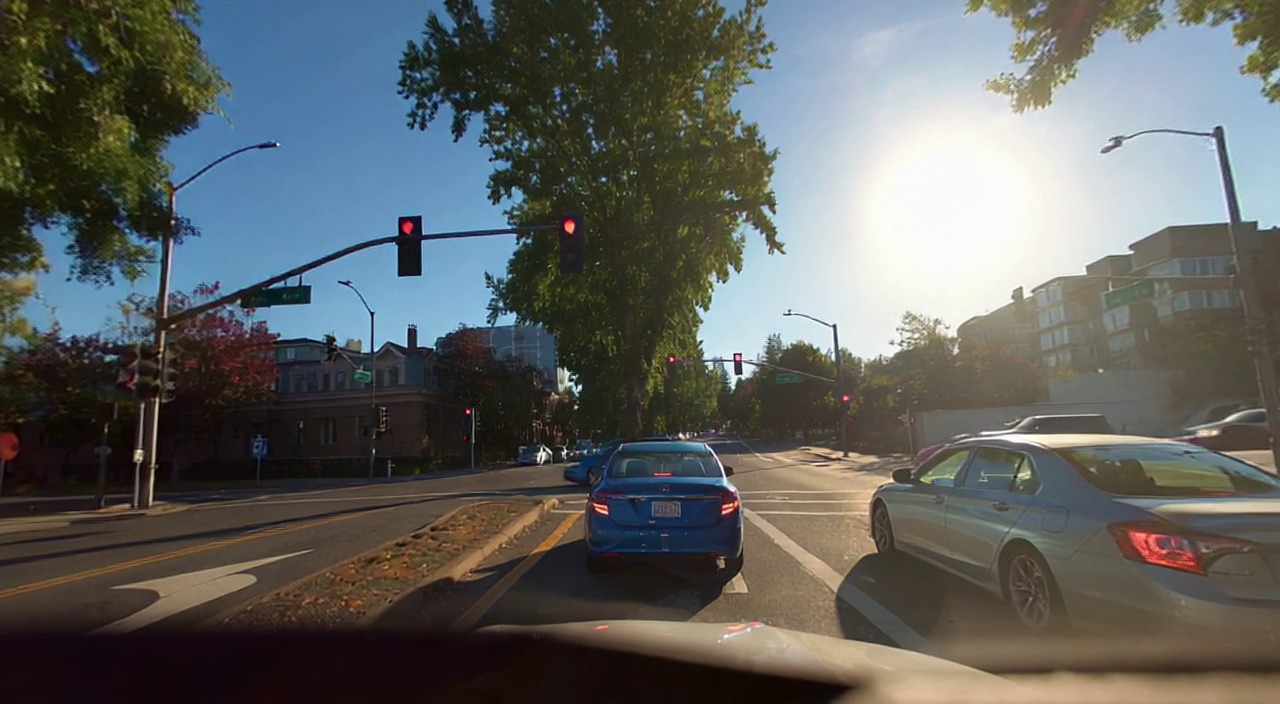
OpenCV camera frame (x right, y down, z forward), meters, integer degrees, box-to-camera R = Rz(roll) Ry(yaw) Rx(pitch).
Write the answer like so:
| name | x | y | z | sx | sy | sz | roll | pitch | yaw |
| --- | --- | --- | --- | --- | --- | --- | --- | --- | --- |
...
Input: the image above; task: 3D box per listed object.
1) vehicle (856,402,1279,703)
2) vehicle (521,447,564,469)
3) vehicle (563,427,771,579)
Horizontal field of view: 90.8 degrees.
| name | x | y | z | sx | sy | sz | roll | pitch | yaw |
| --- | --- | --- | --- | --- | --- | --- | --- | --- | --- |
| vehicle | 3.659 | 1.338 | 5.442 | 1.888 | 1.486 | 4.681 | 0 | -9 | -1 |
| vehicle | -6.923 | 7.581 | 45.291 | 2.093 | 1.476 | 4.278 | -1 | -9 | 4 |
| vehicle | 0.305 | 1.816 | 8.326 | 2.090 | 1.505 | 3.756 | -1 | -9 | 1 |
